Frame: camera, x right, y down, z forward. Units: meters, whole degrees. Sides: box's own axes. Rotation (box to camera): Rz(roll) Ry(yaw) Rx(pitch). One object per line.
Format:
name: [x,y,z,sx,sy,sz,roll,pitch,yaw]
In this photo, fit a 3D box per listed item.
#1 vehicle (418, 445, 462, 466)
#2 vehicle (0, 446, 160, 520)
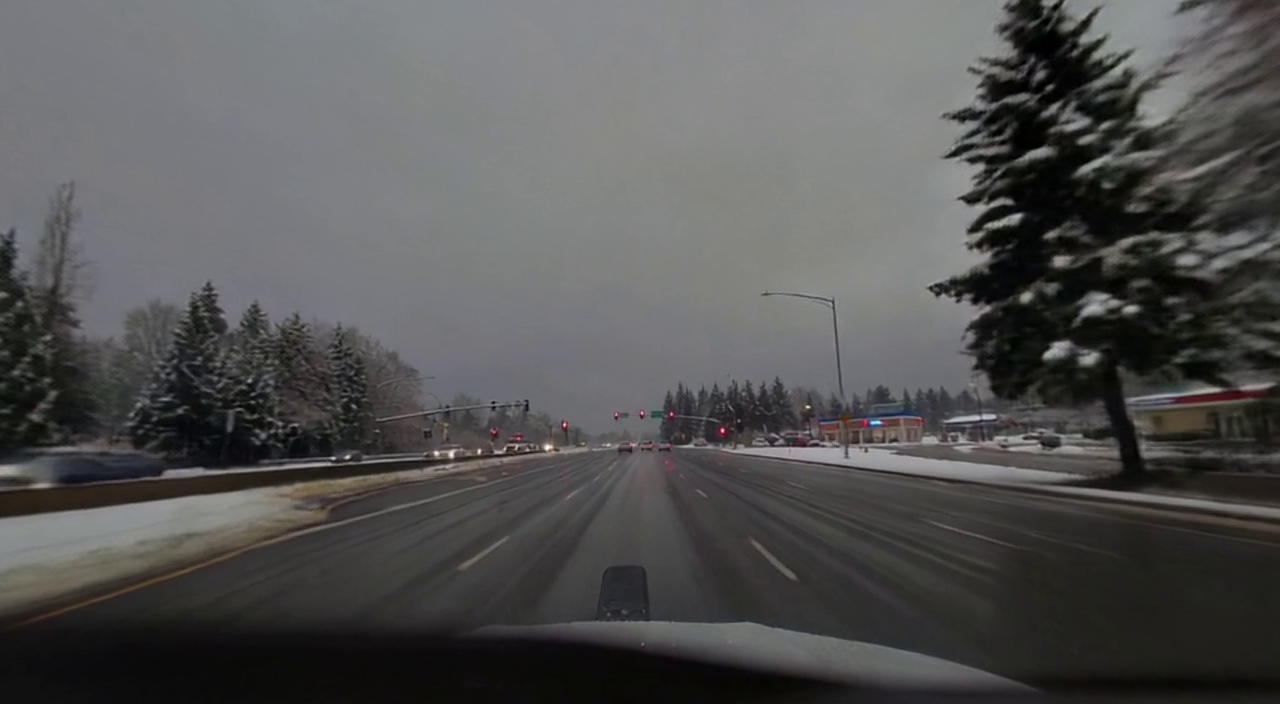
vehicle: [-14.816,7.670,46.861,1.880,1.496,4.246,0,-8,0]
vehicle: [-14.097,2.975,14.808,1.951,1.470,4.673,0,-8,0]
